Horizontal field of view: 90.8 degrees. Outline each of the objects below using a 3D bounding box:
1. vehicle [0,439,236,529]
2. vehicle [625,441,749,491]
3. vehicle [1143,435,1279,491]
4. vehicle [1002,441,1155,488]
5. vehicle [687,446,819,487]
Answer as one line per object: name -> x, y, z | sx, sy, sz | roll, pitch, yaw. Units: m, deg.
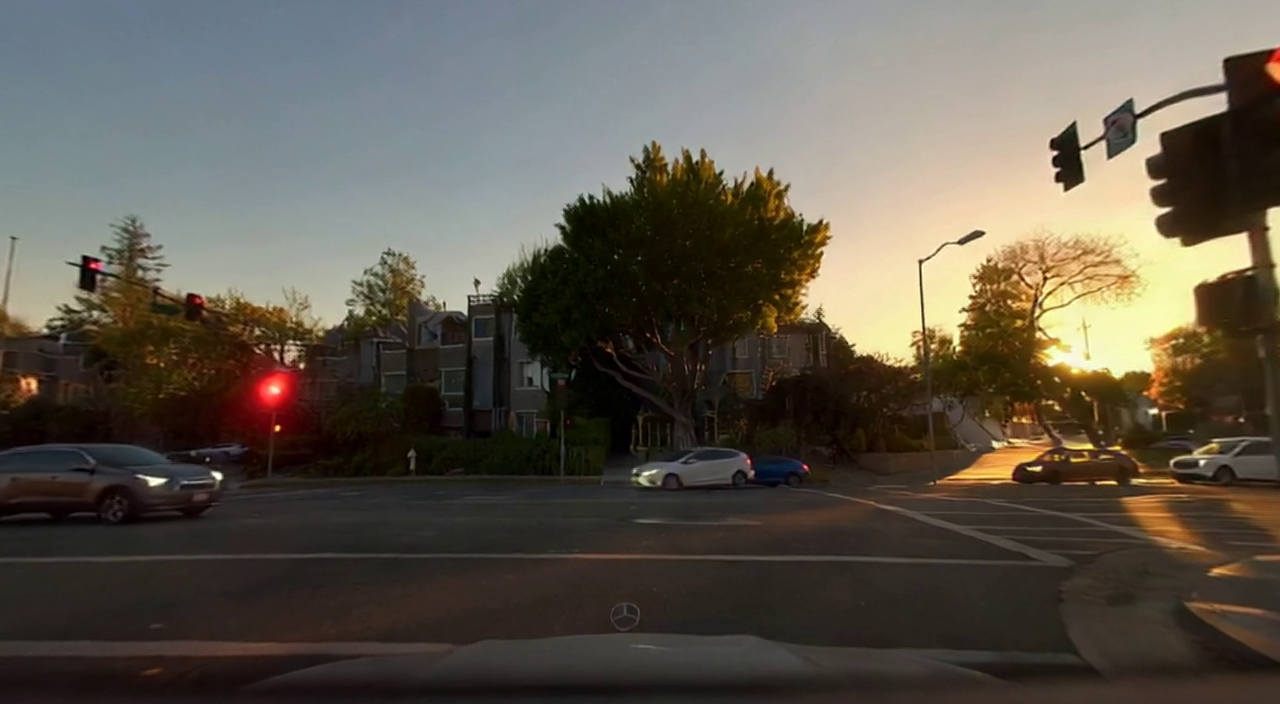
vehicle -> -10.380, 2.291, 11.278 | 4.989, 1.442, 1.940 | 0, -8, 1
vehicle -> 1.437, 3.658, 20.462 | 3.815, 1.504, 1.790 | 0, -8, 0
vehicle -> 19.368, 3.538, 20.348 | 4.510, 1.673, 2.030 | 0, -8, 0
vehicle -> 16.586, 4.254, 24.060 | 4.326, 1.672, 1.903 | 0, -8, 0
vehicle -> 4.243, 4.360, 24.229 | 4.705, 1.486, 1.830 | 0, -8, 0
